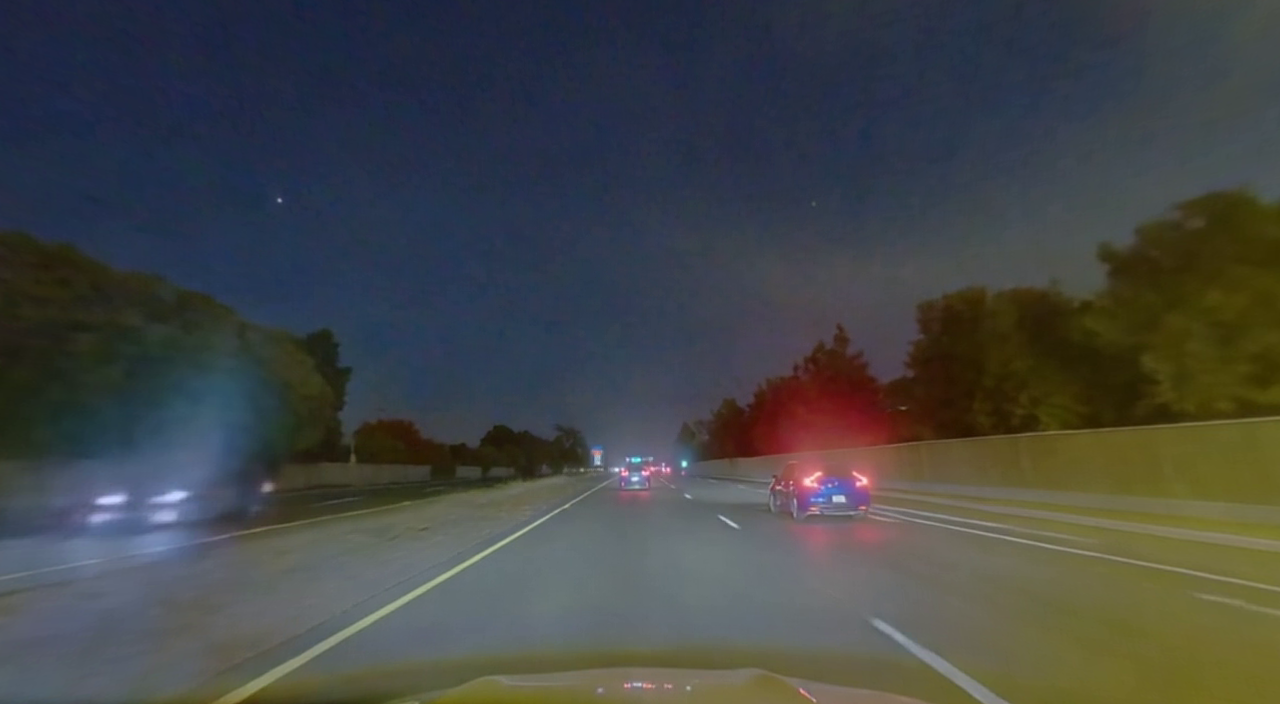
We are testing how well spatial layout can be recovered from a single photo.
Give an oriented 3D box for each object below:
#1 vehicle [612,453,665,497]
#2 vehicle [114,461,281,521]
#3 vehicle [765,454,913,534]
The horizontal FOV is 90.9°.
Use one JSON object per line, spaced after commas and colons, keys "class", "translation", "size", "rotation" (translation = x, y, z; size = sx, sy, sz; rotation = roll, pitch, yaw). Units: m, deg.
{"class": "vehicle", "translation": [-0.048, 5.059, 26.021], "size": [2.037, 1.605, 3.833], "rotation": [1, -10, 0]}
{"class": "vehicle", "translation": [-12.625, 3.970, 18.351], "size": [1.966, 1.486, 3.941], "rotation": [1, -10, -1]}
{"class": "vehicle", "translation": [4.236, 3.102, 14.159], "size": [1.938, 1.494, 4.032], "rotation": [1, -10, -1]}
